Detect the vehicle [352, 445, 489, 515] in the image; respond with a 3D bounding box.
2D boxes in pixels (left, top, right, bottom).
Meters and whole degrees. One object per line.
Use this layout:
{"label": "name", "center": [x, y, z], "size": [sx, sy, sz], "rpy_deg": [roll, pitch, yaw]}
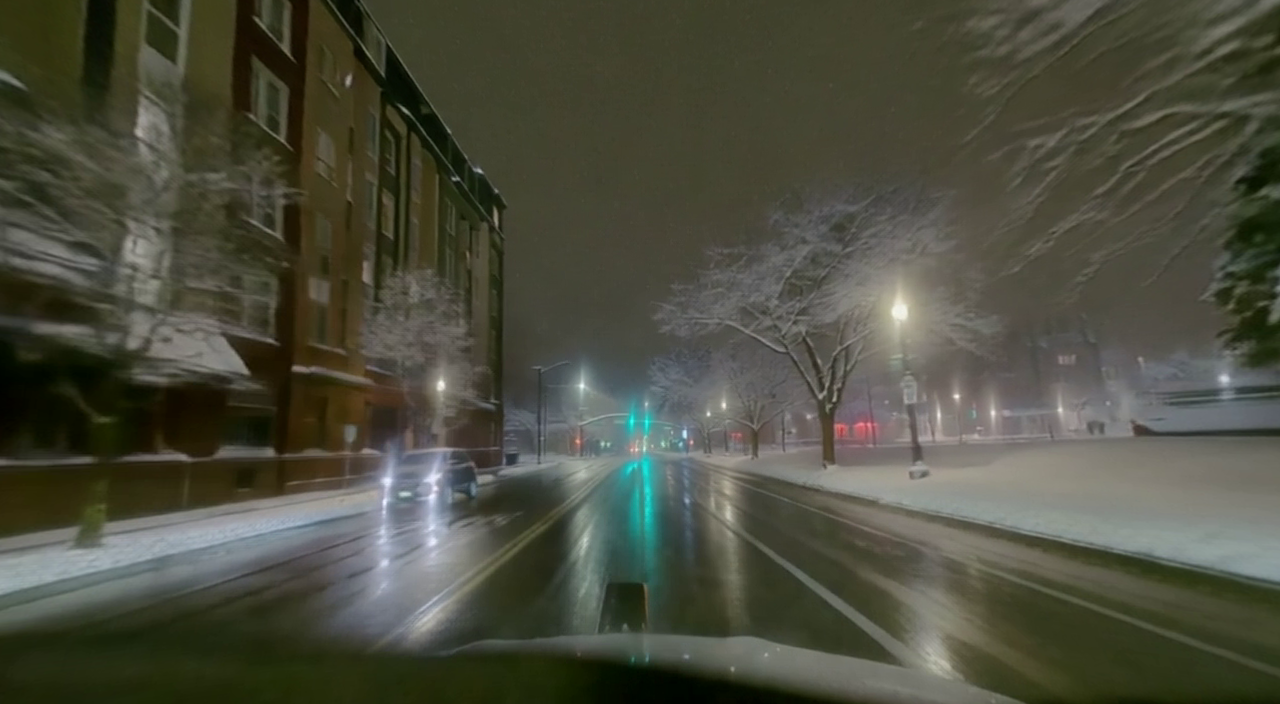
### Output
{"label": "vehicle", "center": [-6.099, 3.572, 18.287], "size": [2.147, 1.701, 4.879], "rpy_deg": [-1, -8, 1]}
